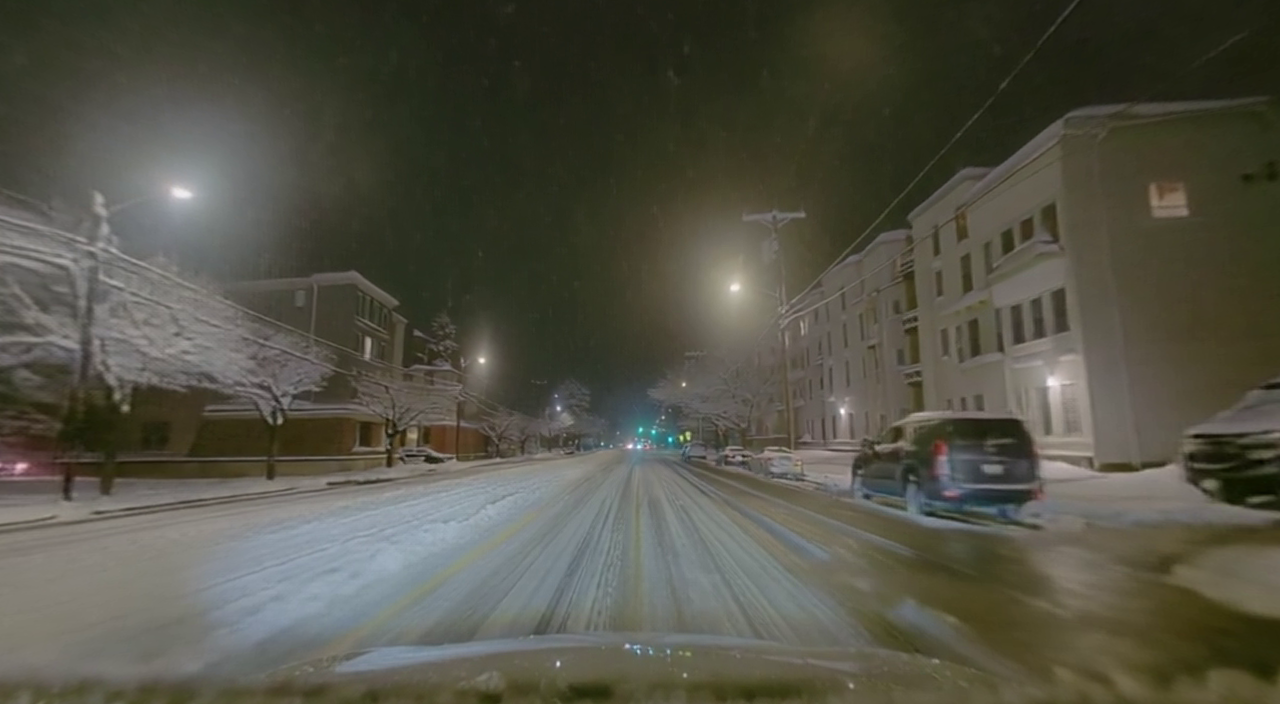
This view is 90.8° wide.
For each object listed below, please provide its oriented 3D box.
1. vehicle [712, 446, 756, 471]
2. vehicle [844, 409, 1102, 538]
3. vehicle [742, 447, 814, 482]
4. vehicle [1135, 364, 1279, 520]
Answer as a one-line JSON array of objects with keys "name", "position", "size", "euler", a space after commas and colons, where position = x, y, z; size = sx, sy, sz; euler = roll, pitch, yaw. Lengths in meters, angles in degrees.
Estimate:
[{"name": "vehicle", "position": [5.967, 6.790, 40.555], "size": [1.944, 1.478, 4.885], "euler": [0, -9, -2]}, {"name": "vehicle", "position": [6.315, 2.405, 13.268], "size": [2.267, 2.037, 6.240], "euler": [-1, -9, 3]}, {"name": "vehicle", "position": [6.068, 5.011, 28.452], "size": [2.013, 1.408, 5.011], "euler": [0, -9, -1]}, {"name": "vehicle", "position": [11.841, 1.604, 11.335], "size": [1.794, 2.637, 4.533], "euler": [-1, -9, -5]}]
